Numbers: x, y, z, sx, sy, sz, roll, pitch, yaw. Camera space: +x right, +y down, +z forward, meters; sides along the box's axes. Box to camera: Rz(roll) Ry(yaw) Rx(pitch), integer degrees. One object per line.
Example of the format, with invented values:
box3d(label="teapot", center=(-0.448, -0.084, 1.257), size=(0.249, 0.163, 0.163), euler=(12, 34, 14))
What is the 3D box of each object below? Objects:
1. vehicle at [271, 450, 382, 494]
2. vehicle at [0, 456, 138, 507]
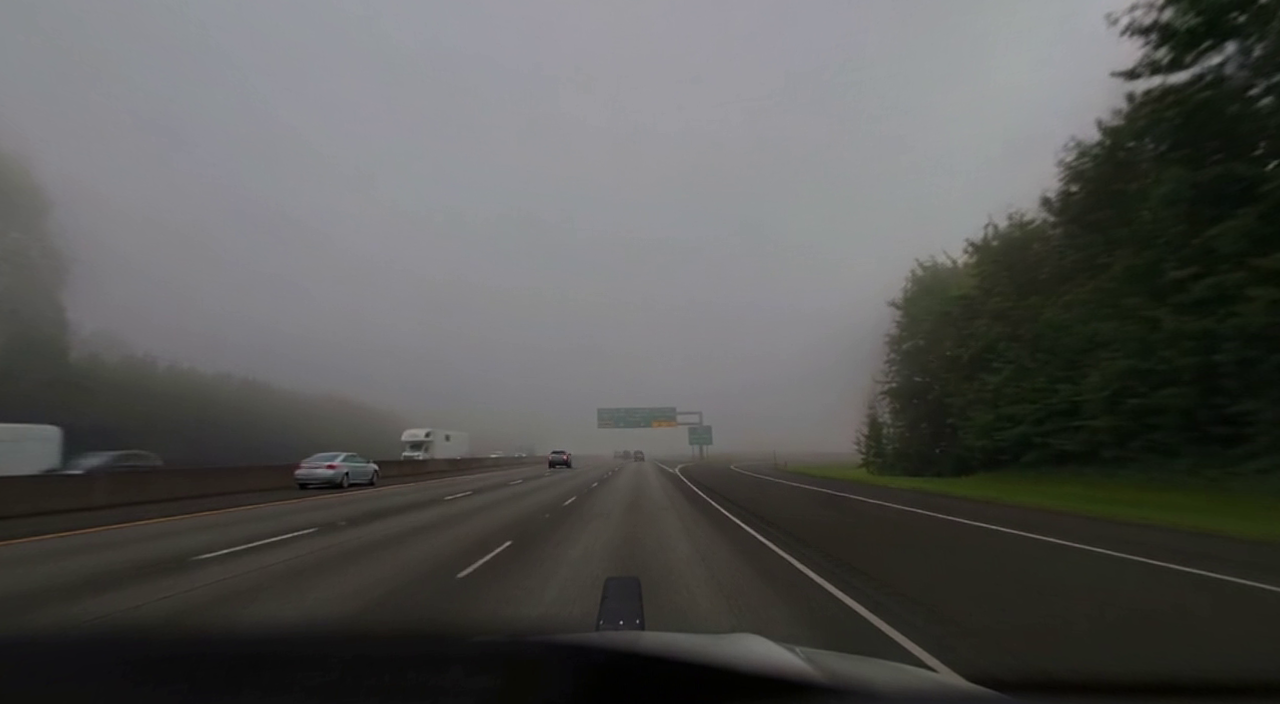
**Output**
box3d(label="vehicle", center=(-11.602, 4.449, 23.733), size=(1.981, 1.503, 4.207), euler=(0, -9, 0))
box3d(label="vehicle", center=(-19.501, 4.220, 20.965), size=(1.924, 1.449, 4.472), euler=(0, -9, 0))
